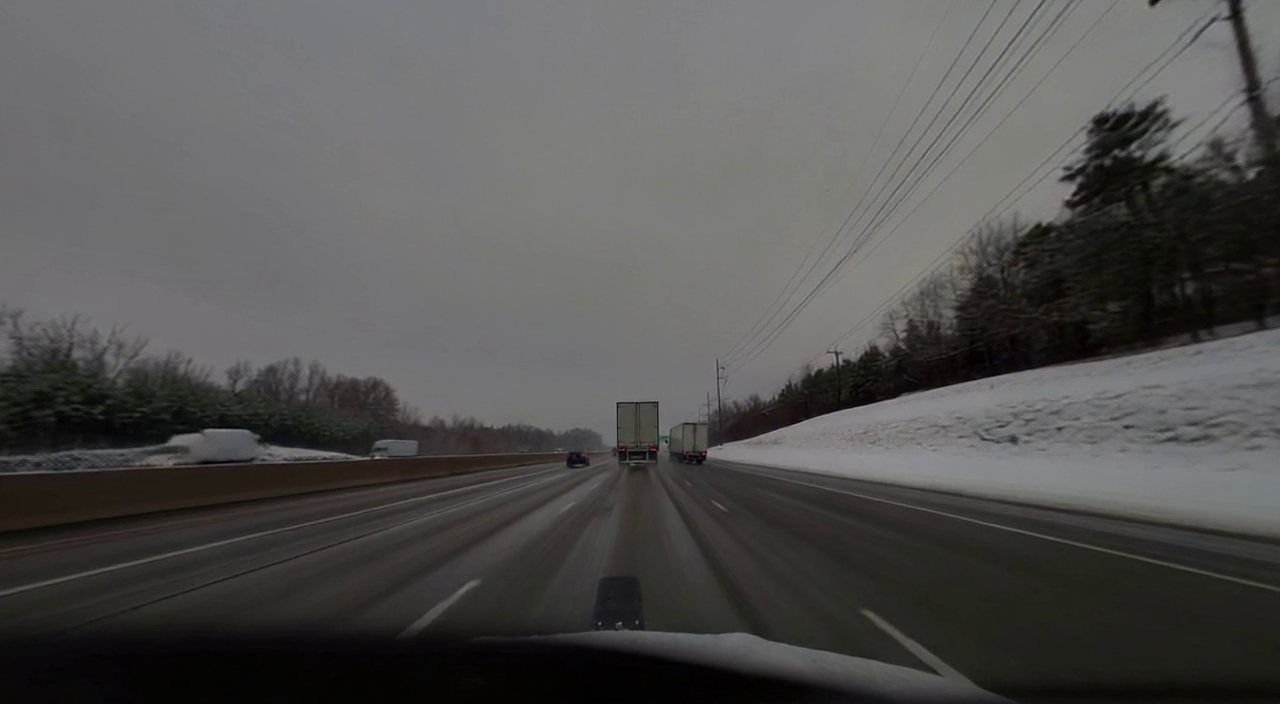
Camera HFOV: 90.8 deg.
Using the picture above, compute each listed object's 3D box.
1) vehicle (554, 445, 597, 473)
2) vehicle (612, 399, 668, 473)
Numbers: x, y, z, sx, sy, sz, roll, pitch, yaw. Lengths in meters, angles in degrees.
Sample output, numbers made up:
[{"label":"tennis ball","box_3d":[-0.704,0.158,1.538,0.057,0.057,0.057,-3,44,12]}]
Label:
[{"label":"vehicle","box_3d":[-3.806,6.392,37.968,2.128,1.533,4.694,0,-9,0]},{"label":"vehicle","box_3d":[0.029,5.394,39.894,2.985,4.025,10.982,0,-9,0]}]
